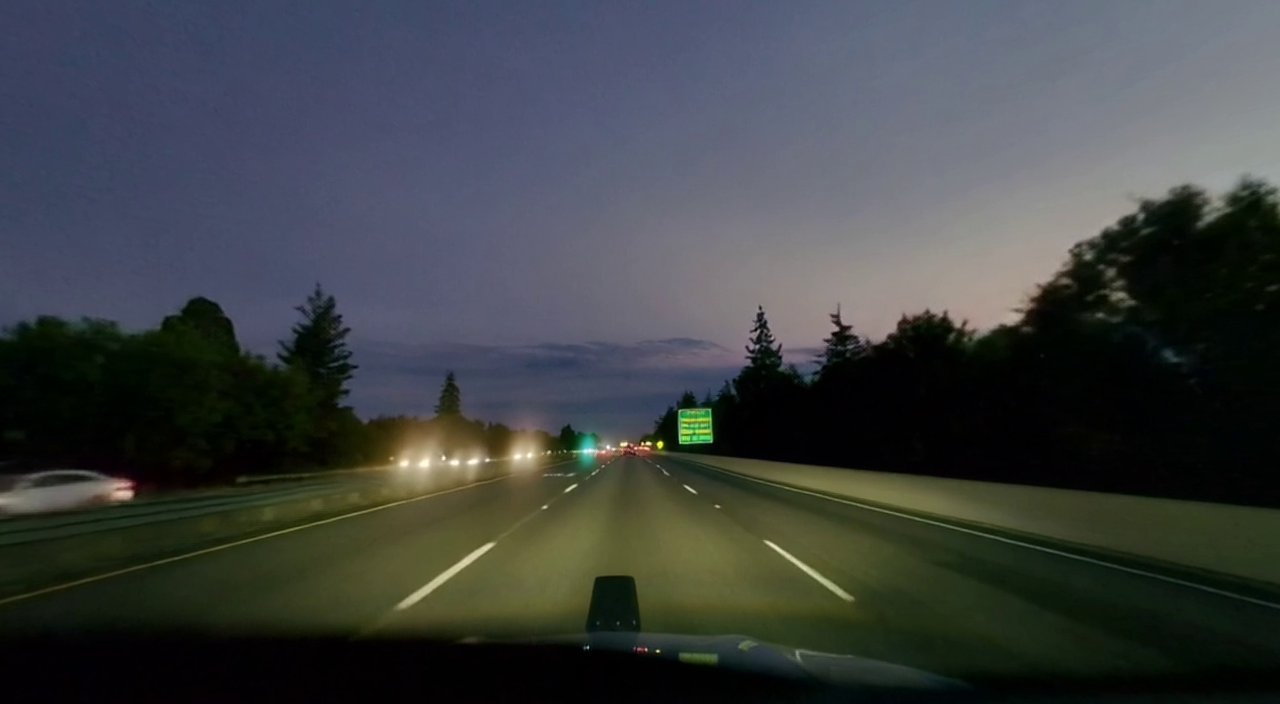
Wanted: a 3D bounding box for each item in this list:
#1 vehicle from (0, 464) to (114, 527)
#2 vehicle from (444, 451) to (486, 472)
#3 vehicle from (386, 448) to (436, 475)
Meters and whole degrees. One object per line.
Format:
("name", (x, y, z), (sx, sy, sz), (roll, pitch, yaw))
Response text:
("vehicle", (-17.692, 4.044, 17.916), (1.805, 1.548, 4.020), (0, -9, -1))
("vehicle", (-13.754, 8.614, 49.496), (1.944, 1.518, 4.723), (0, -9, -1))
("vehicle", (-17.745, 8.487, 48.866), (2.050, 1.942, 4.972), (0, -9, -1))
